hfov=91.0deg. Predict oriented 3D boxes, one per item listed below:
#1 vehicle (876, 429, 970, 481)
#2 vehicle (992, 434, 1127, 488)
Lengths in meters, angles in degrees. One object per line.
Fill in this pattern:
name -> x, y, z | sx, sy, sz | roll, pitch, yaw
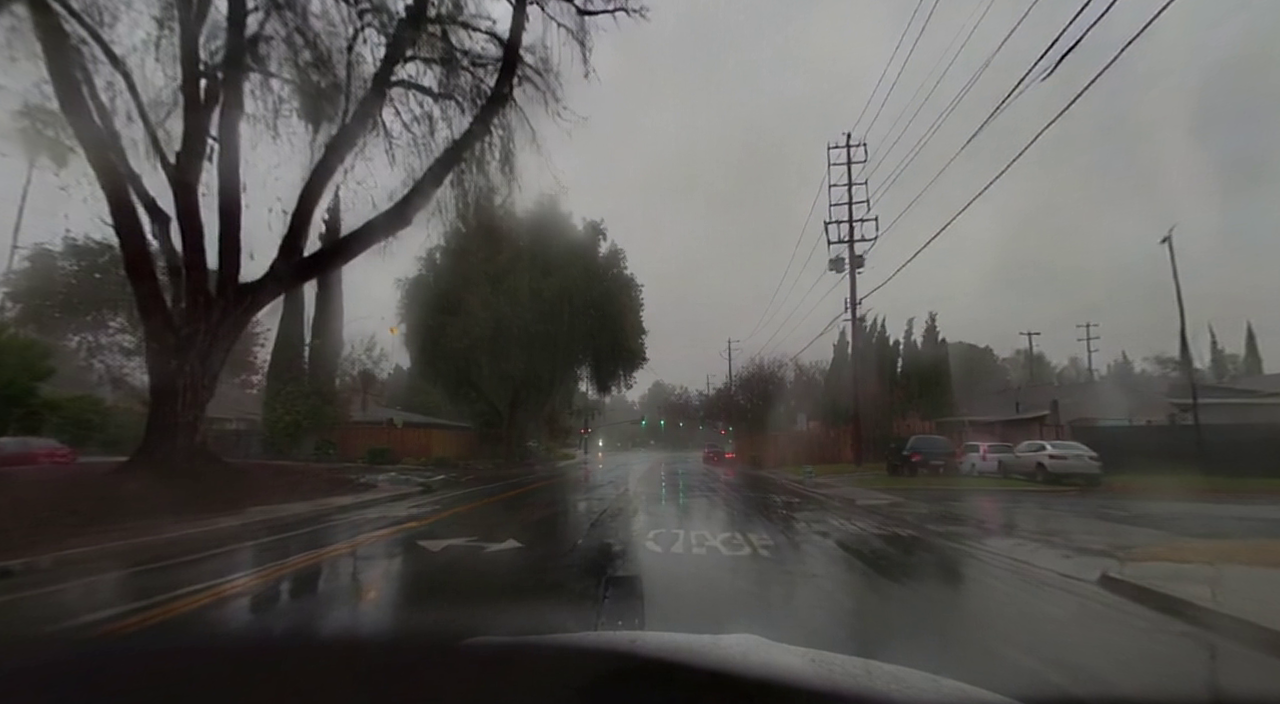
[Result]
vehicle -> 11.715, 4.288, 26.451 | 1.912, 1.953, 4.651 | 0, -8, 3
vehicle -> 14.840, 3.866, 22.653 | 1.935, 1.683, 4.669 | 0, -8, 5
